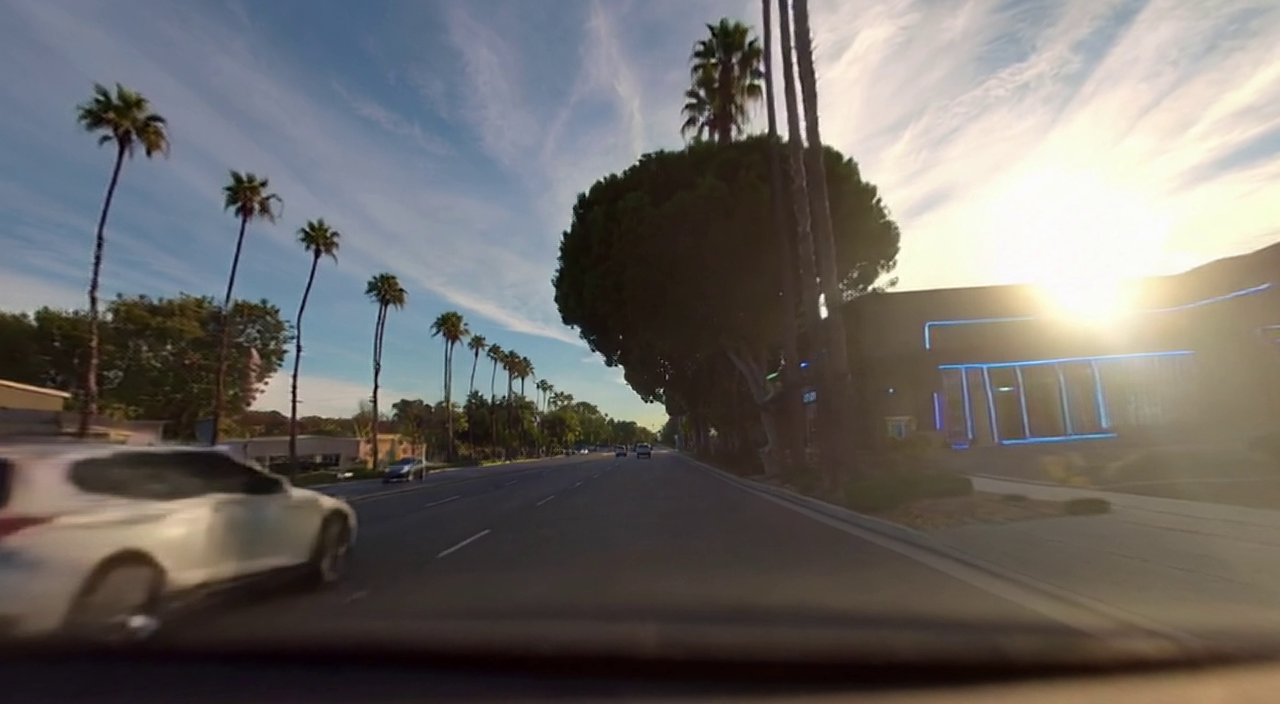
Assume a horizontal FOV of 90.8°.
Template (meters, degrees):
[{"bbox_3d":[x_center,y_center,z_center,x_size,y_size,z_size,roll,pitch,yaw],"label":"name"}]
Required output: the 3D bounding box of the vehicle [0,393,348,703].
[{"bbox_3d":[-4.276,1.284,4.515,2.147,1.745,4.648,0,-8,0],"label":"vehicle"}]

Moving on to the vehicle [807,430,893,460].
[{"bbox_3d":[13.049,5.775,39.416,4.577,1.750,2.115,0,-8,-5],"label":"vehicle"}]
